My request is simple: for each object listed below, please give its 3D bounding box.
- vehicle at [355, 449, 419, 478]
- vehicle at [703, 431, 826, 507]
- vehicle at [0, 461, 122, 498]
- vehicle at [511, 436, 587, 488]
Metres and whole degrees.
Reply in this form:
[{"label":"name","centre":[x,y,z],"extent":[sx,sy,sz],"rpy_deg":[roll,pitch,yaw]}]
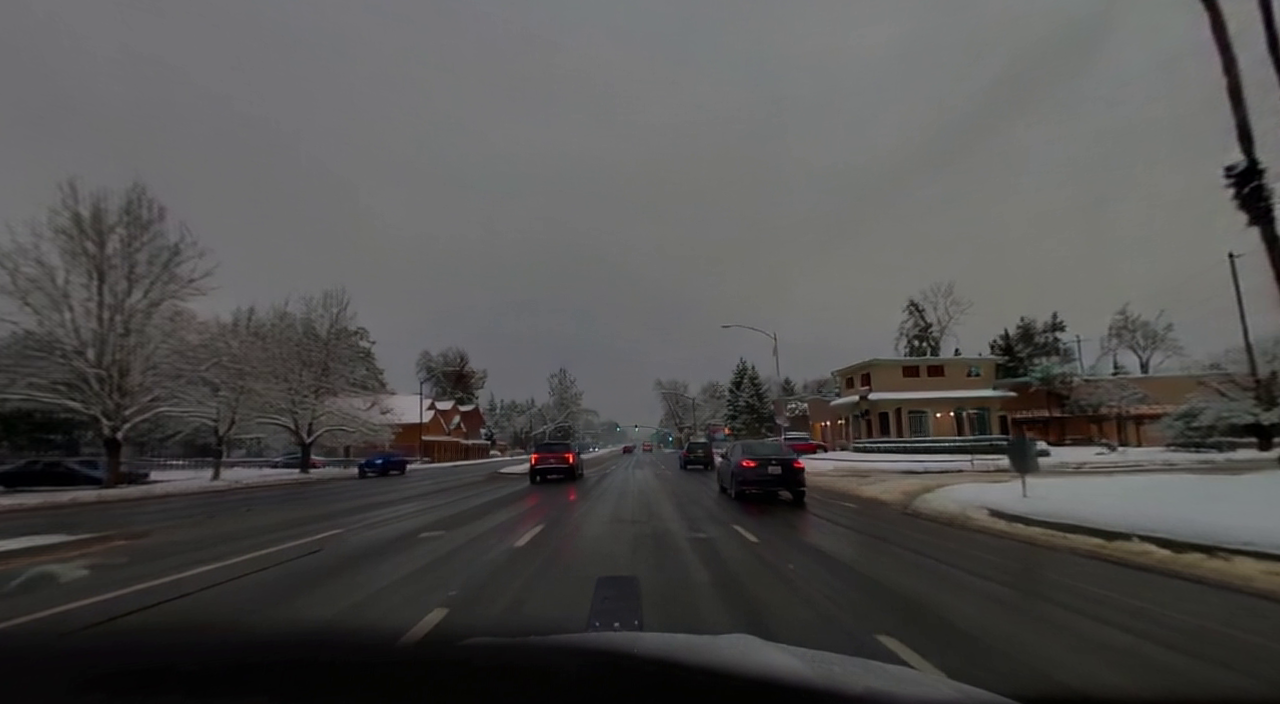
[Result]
[{"label":"vehicle","centre":[-18.182,8.014,45.543],"extent":[2.221,1.921,5.743],"rpy_deg":[0,-9,1]},{"label":"vehicle","centre":[3.019,2.947,16.253],"extent":[2.084,1.682,4.148],"rpy_deg":[1,-9,-3]},{"label":"vehicle","centre":[-28.920,6.295,31.209],"extent":[4.586,1.513,1.973],"rpy_deg":[-2,-9,-3]},{"label":"vehicle","centre":[-3.210,4.013,23.299],"extent":[2.084,1.735,4.528],"rpy_deg":[0,-8,1]}]
